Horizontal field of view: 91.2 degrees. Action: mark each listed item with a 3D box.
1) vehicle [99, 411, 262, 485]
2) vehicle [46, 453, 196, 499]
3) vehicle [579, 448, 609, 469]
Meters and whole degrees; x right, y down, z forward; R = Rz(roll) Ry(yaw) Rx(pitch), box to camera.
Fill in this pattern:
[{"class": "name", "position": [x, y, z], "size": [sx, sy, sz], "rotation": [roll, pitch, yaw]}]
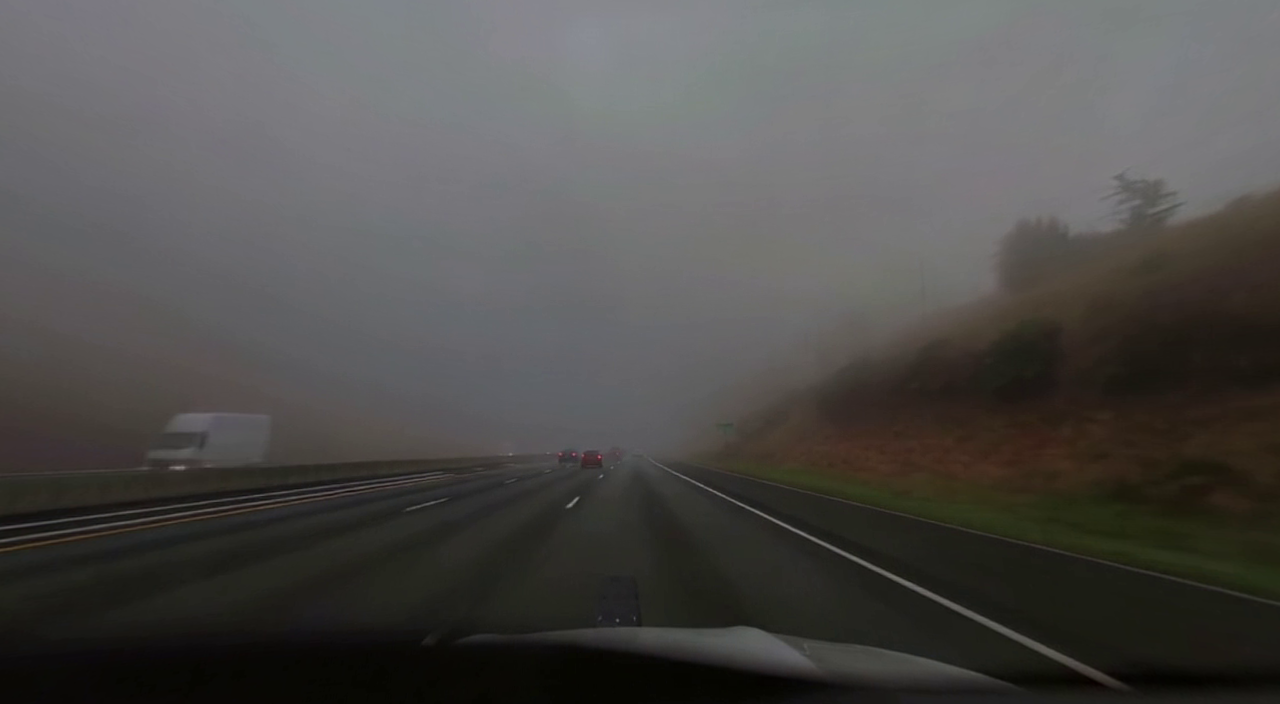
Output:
[{"class": "vehicle", "position": [-22.595, 4.819, 31.465], "size": [2.619, 3.254, 7.143], "rotation": [0, -9, 0]}, {"class": "vehicle", "position": [-18.578, 4.420, 22.756], "size": [1.785, 1.474, 4.328], "rotation": [0, -9, -1]}, {"class": "vehicle", "position": [-3.261, 7.678, 45.354], "size": [1.895, 1.482, 3.852], "rotation": [0, -9, 0]}]
